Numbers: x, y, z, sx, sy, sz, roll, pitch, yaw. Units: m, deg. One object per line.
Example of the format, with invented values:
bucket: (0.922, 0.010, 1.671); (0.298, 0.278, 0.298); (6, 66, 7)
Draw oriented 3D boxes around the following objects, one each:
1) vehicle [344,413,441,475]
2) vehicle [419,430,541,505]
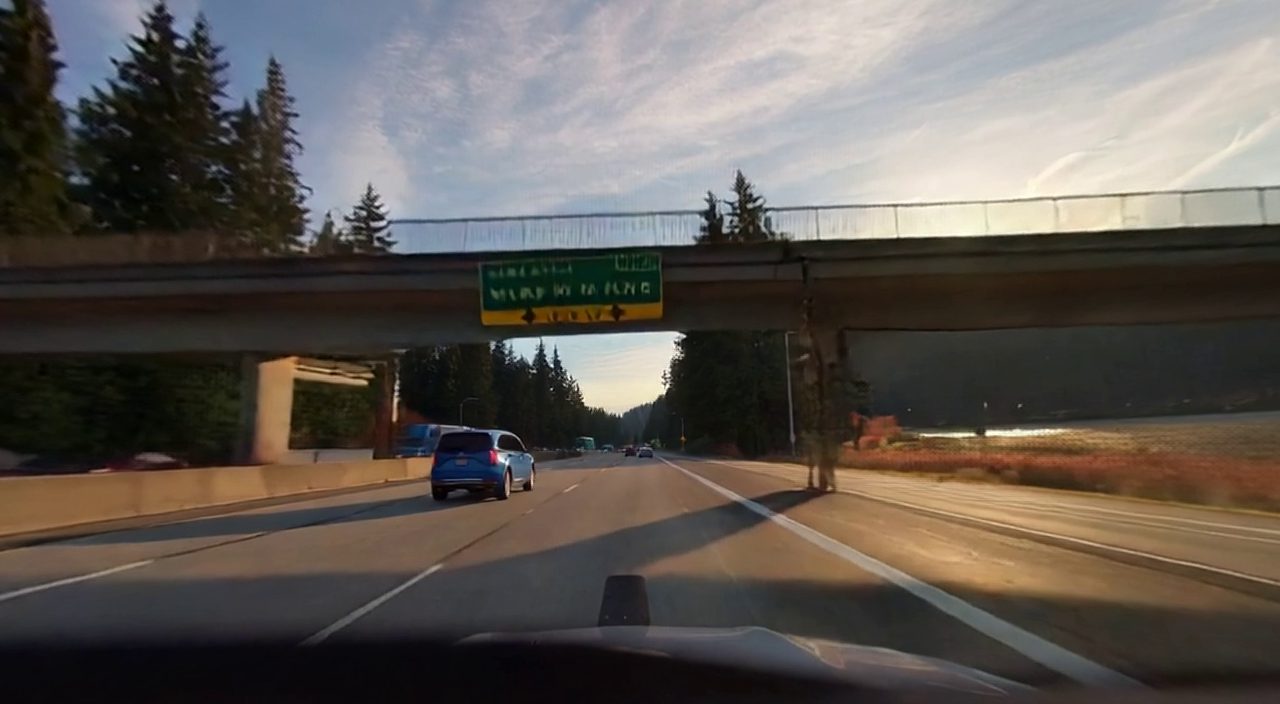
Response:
vehicle: (-17.737, 6.753, 46.261); (2.967, 3.942, 10.400); (0, -8, 0)
vehicle: (-4.171, 3.084, 17.341); (2.084, 1.752, 4.479); (-1, -8, 1)
